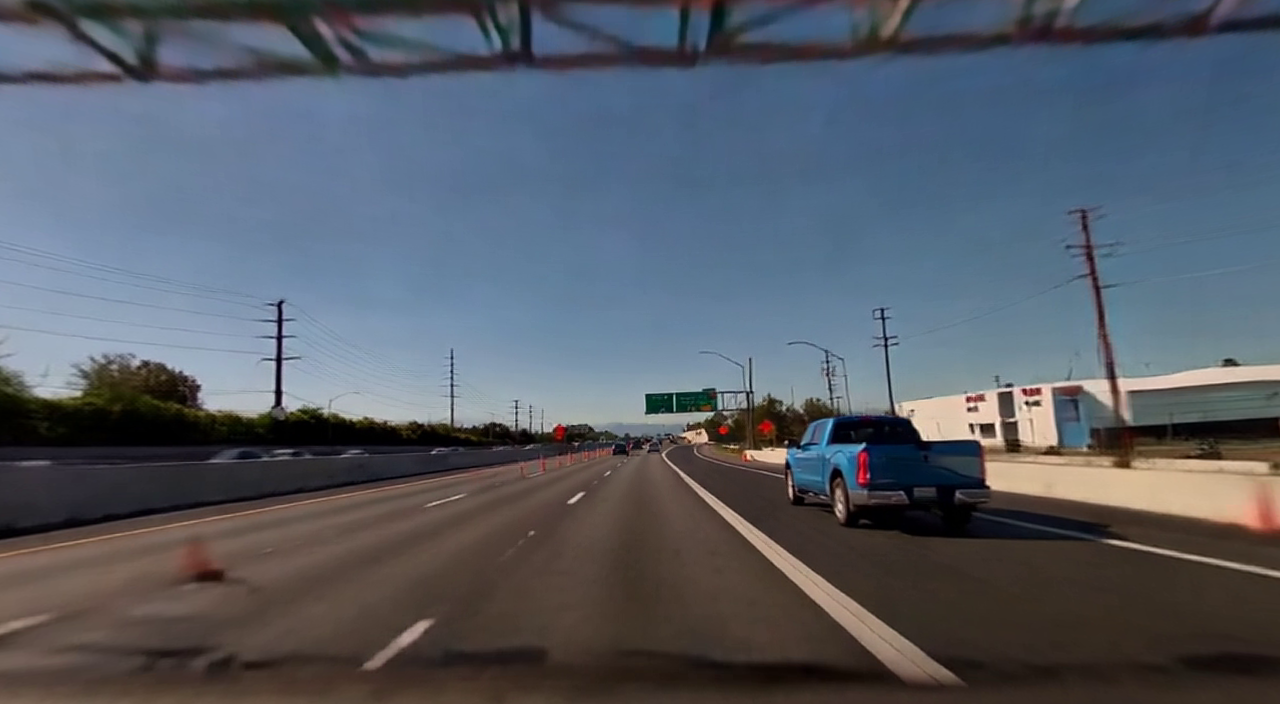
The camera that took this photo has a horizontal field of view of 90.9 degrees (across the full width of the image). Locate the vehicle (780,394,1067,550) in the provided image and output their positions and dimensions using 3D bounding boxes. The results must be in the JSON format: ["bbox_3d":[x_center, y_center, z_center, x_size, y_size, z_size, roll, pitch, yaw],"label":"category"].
[{"bbox_3d":[3.969,1.805,10.216,2.186,1.840,5.289,0,-8,0],"label":"vehicle"}]

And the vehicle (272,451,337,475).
[{"bbox_3d":[-23.664,7.836,44.660,2.062,1.552,4.542,0,-8,1],"label":"vehicle"}]

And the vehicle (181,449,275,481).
[{"bbox_3d":[-27.351,7.466,42.181,2.221,1.921,5.875,0,-8,1],"label":"vehicle"}]
